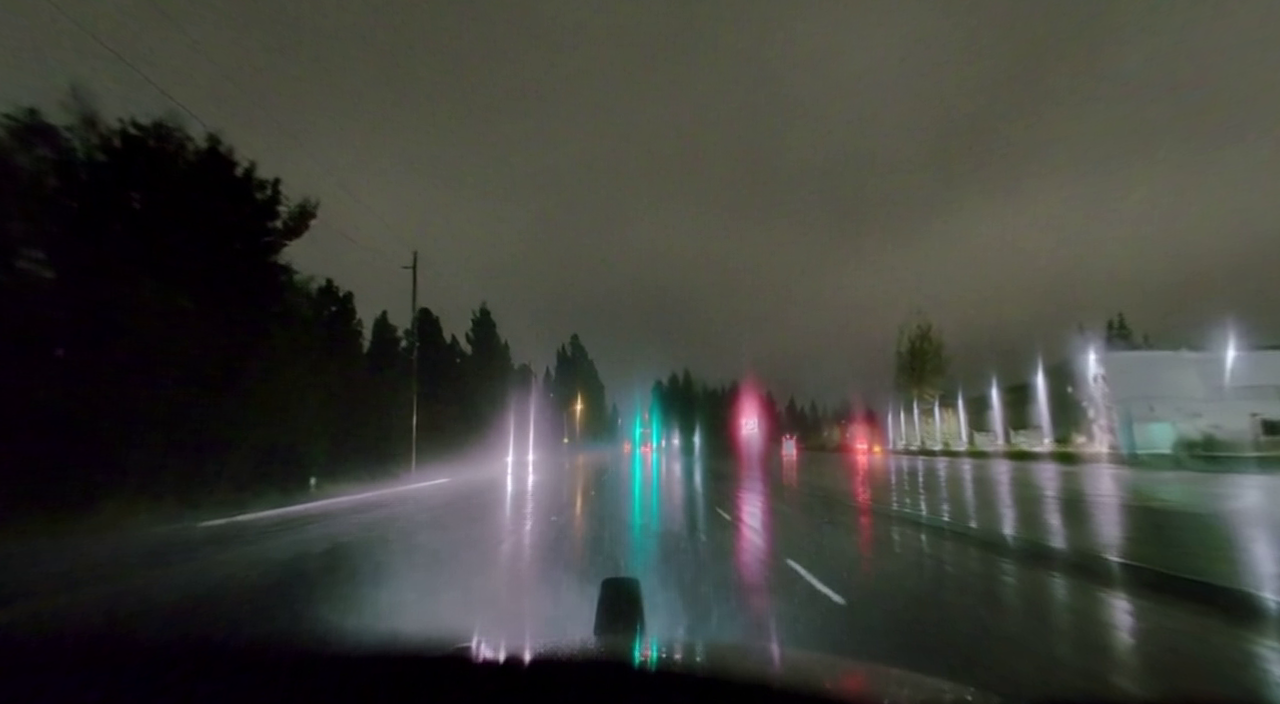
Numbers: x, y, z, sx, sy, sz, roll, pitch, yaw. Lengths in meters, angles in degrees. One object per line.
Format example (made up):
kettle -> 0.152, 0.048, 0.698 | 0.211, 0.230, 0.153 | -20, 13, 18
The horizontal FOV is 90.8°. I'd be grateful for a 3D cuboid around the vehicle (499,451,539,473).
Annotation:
vehicle -> -8.950, 8.181, 47.108 | 2.011, 1.482, 4.671 | 0, -8, 1
